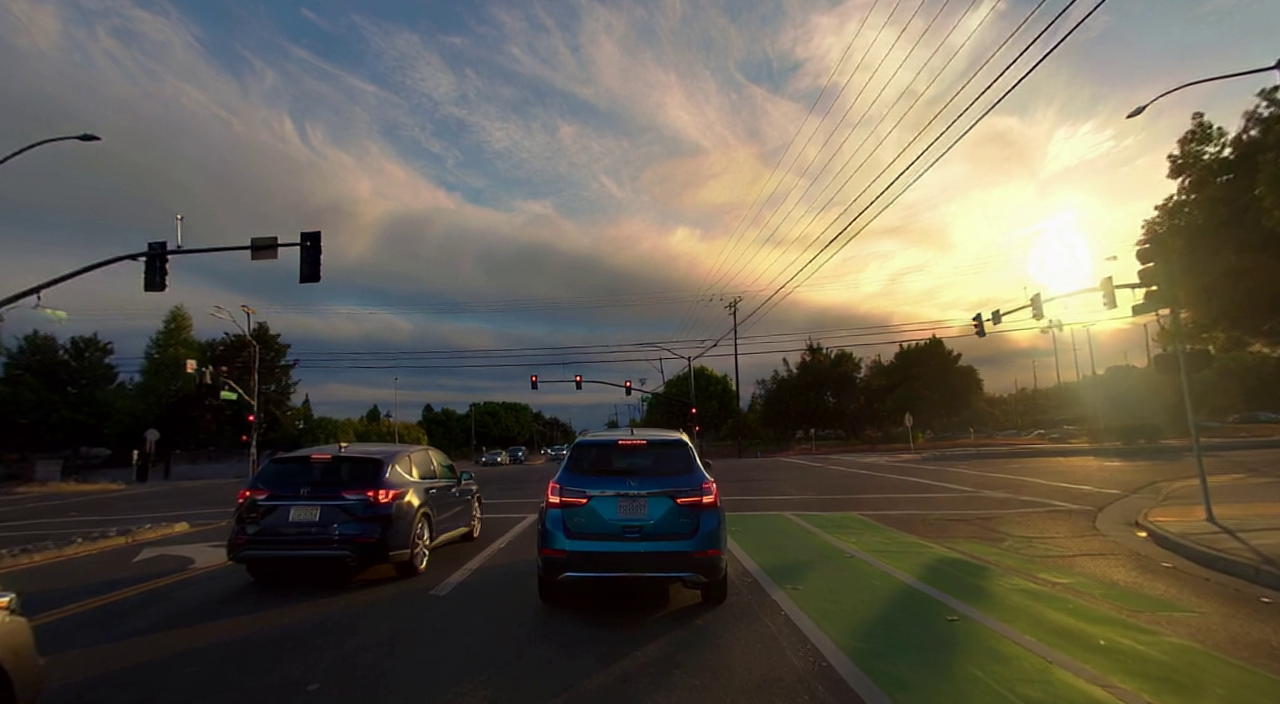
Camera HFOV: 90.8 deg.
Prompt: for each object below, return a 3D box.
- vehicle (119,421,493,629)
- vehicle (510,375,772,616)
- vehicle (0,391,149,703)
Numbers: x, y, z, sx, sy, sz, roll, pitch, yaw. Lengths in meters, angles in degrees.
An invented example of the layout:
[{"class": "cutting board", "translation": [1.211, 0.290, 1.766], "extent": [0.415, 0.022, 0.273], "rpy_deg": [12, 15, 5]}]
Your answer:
[{"class": "vehicle", "translation": [-2.923, 1.597, 6.642], "extent": [1.726, 1.506, 3.840], "rpy_deg": [0, -10, 1]}, {"class": "vehicle", "translation": [-0.026, 1.559, 7.640], "extent": [2.036, 1.885, 5.196], "rpy_deg": [0, -10, -1]}, {"class": "vehicle", "translation": [-3.479, 0.618, 0.375], "extent": [2.138, 1.488, 5.327], "rpy_deg": [0, -8, 0]}]
